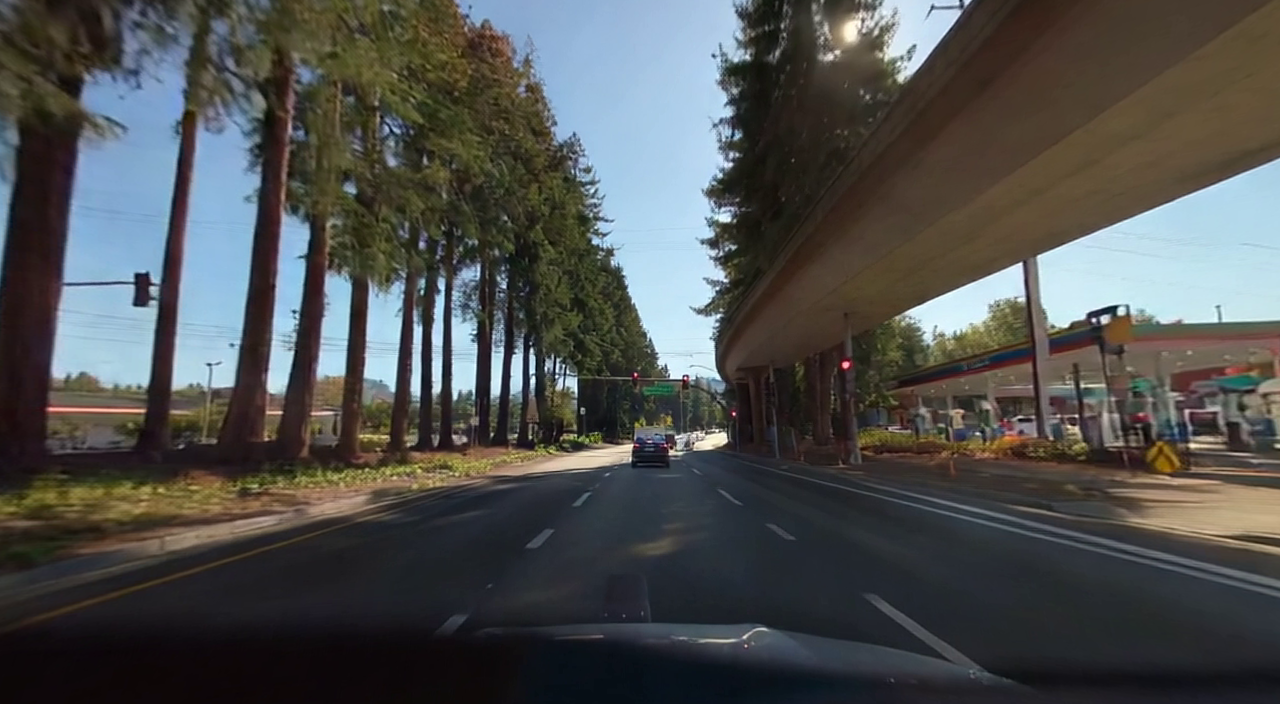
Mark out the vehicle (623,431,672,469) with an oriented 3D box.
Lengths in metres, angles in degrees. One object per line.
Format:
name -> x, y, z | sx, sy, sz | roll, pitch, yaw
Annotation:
vehicle -> 0.261, 4.529, 29.090 | 2.074, 1.631, 3.793 | 0, -8, -2
